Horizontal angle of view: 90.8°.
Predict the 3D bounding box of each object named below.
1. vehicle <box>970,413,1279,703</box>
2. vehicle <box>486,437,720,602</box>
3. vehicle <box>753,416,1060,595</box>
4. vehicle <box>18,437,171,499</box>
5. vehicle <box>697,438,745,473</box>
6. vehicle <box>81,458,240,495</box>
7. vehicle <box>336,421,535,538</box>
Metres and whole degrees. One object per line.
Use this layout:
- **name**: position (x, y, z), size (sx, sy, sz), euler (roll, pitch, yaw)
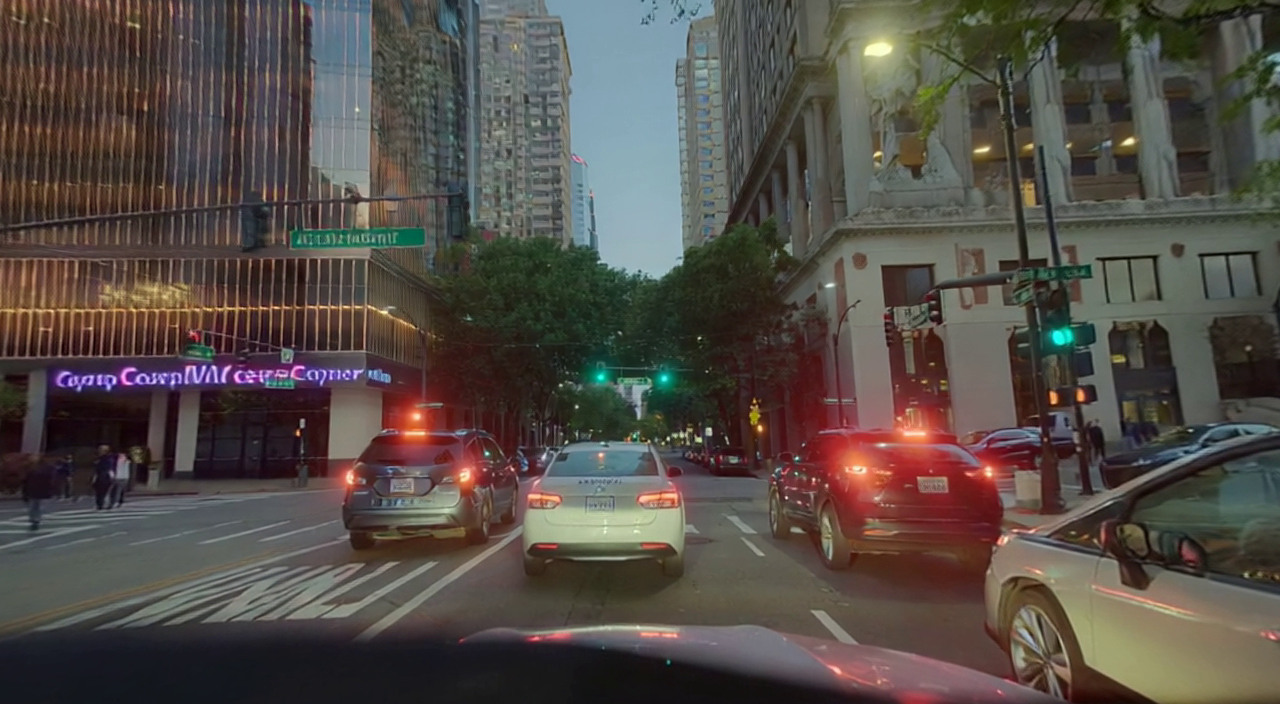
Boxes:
- **vehicle**: position (2.754, 0.810, 1.124), size (1.902, 1.454, 4.540), euler (0, -8, 0)
- **vehicle**: position (-0.361, 1.812, 7.804), size (2.092, 1.454, 4.132), euler (0, -8, -1)
- **vehicle**: position (3.043, 1.852, 8.630), size (2.072, 1.735, 4.759), euler (0, -8, 0)
- **vehicle**: position (-30.862, 6.530, 35.953), size (5.896, 3.276, 2.809), euler (1, -8, 1)
- **vehicle**: position (5.669, 7.333, 45.048), size (2.420, 2.300, 5.313), euler (0, -8, -3)
- **vehicle**: position (-20.177, 5.238, 26.748), size (5.153, 1.449, 1.966), euler (0, -8, 1)
- **vehicle**: position (-3.685, 2.412, 12.700), size (2.190, 1.840, 5.272), euler (0, -8, 0)
